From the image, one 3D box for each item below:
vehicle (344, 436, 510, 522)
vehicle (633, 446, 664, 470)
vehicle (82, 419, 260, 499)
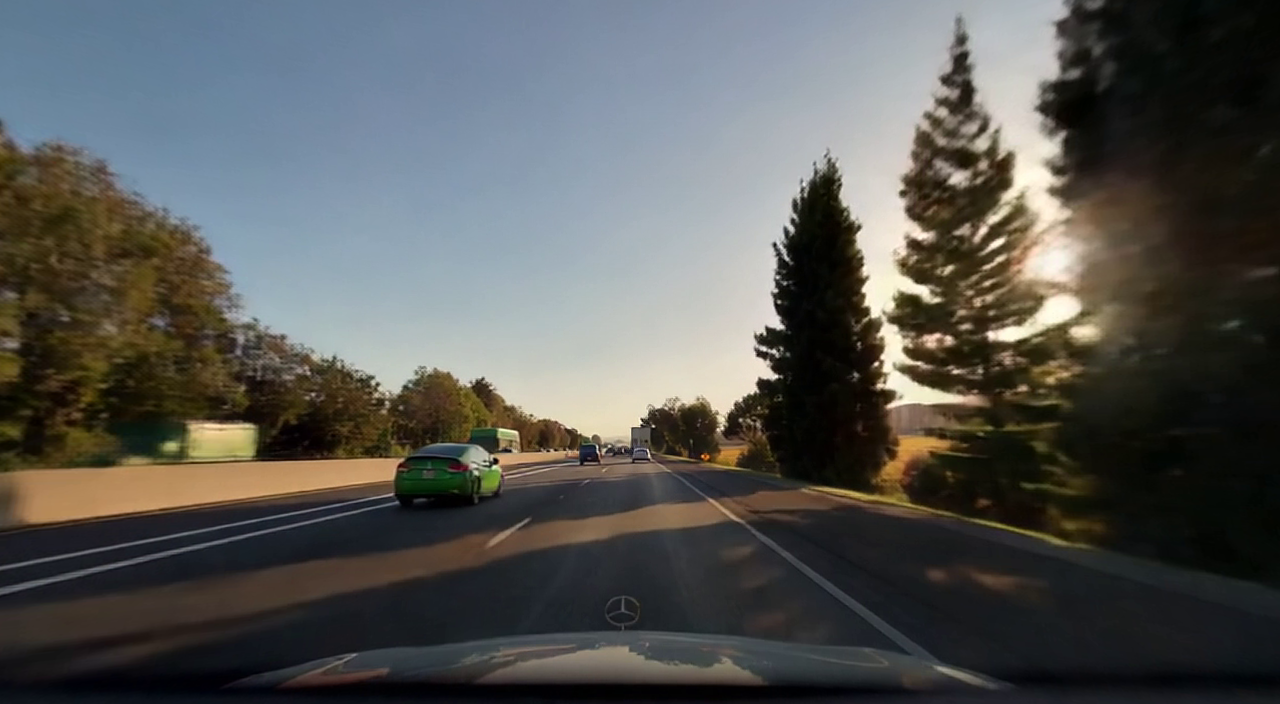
[{"bbox_3d":[-4.285,2.628,13.501,2.172,1.548,3.953,0,-9,0],"label":"vehicle"},{"bbox_3d":[0.545,7.239,43.202,1.992,1.593,3.937,0,-9,-1],"label":"vehicle"},{"bbox_3d":[-17.189,3.951,23.648,2.427,2.619,5.407,0,-9,0],"label":"vehicle"}]
